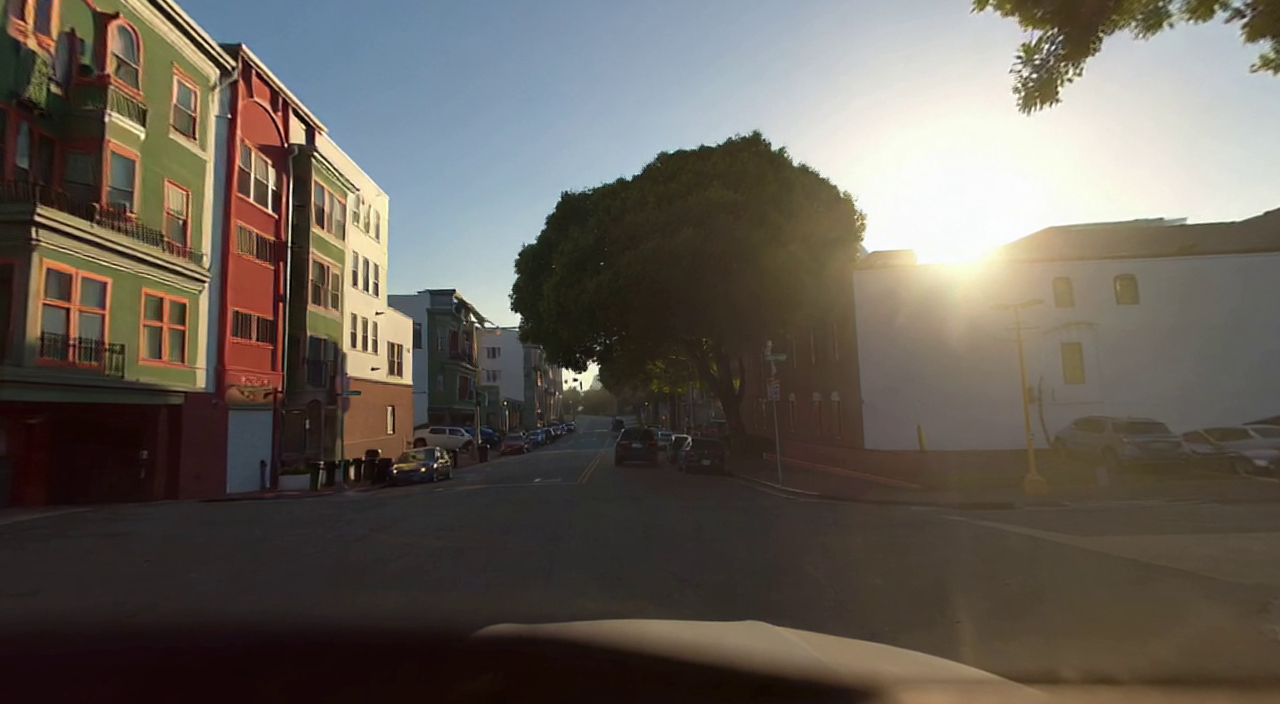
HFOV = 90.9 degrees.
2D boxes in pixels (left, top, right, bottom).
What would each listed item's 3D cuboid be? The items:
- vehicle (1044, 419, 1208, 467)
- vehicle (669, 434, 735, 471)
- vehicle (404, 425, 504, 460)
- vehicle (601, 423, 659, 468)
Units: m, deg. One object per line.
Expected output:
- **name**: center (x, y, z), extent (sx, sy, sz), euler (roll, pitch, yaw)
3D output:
- **vehicle**: center (15.414, 2.914, 20.143), extent (3.752, 1.453, 1.709), euler (0, -9, 2)
- **vehicle**: center (2.538, 4.289, 27.049), extent (2.290, 1.456, 4.503), euler (0, -8, -1)
- **vehicle**: center (-11.441, 5.589, 38.872), extent (5.540, 1.950, 2.113), euler (4, -12, -28)
- **vehicle**: center (-0.545, 4.254, 28.686), extent (2.412, 1.834, 4.636), euler (0, -9, -3)
